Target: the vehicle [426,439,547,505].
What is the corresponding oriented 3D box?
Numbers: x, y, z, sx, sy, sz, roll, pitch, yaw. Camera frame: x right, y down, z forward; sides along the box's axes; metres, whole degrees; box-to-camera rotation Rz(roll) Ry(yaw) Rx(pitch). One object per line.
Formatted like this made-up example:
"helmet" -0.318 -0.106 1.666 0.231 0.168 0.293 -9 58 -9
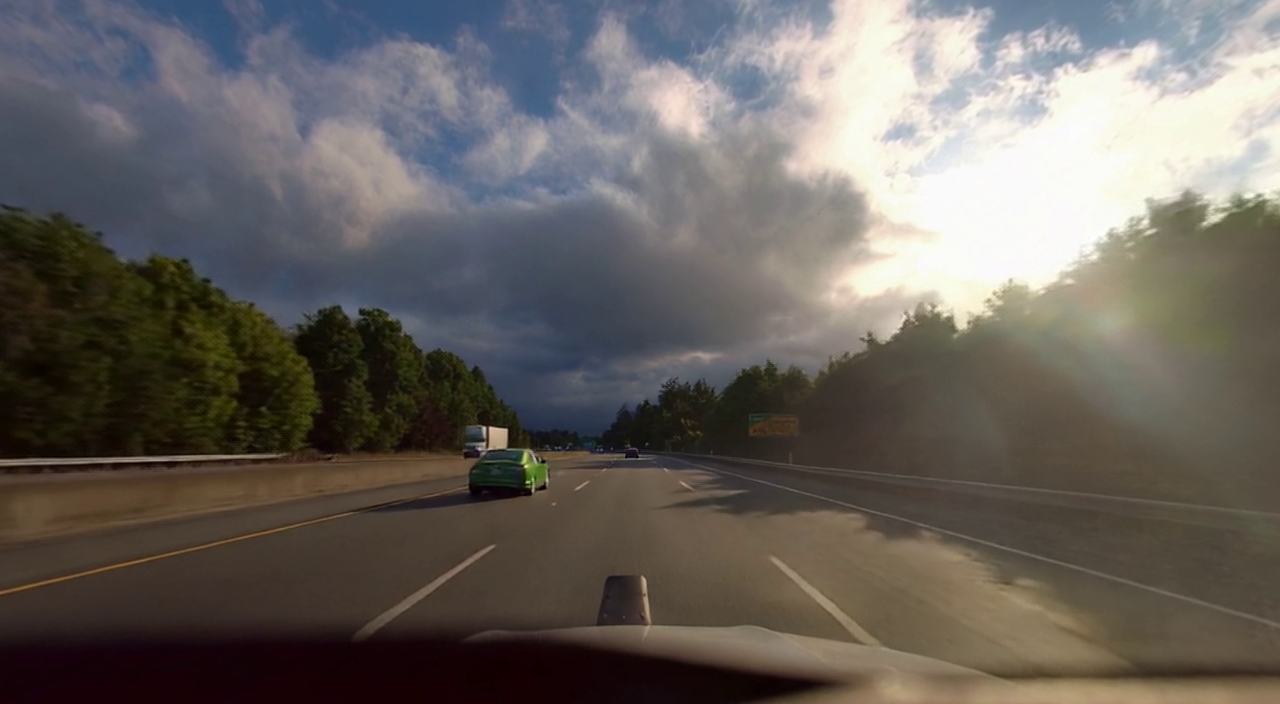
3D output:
"vehicle" -4.004 3.243 17.396 2.083 1.560 4.713 0 -9 1
